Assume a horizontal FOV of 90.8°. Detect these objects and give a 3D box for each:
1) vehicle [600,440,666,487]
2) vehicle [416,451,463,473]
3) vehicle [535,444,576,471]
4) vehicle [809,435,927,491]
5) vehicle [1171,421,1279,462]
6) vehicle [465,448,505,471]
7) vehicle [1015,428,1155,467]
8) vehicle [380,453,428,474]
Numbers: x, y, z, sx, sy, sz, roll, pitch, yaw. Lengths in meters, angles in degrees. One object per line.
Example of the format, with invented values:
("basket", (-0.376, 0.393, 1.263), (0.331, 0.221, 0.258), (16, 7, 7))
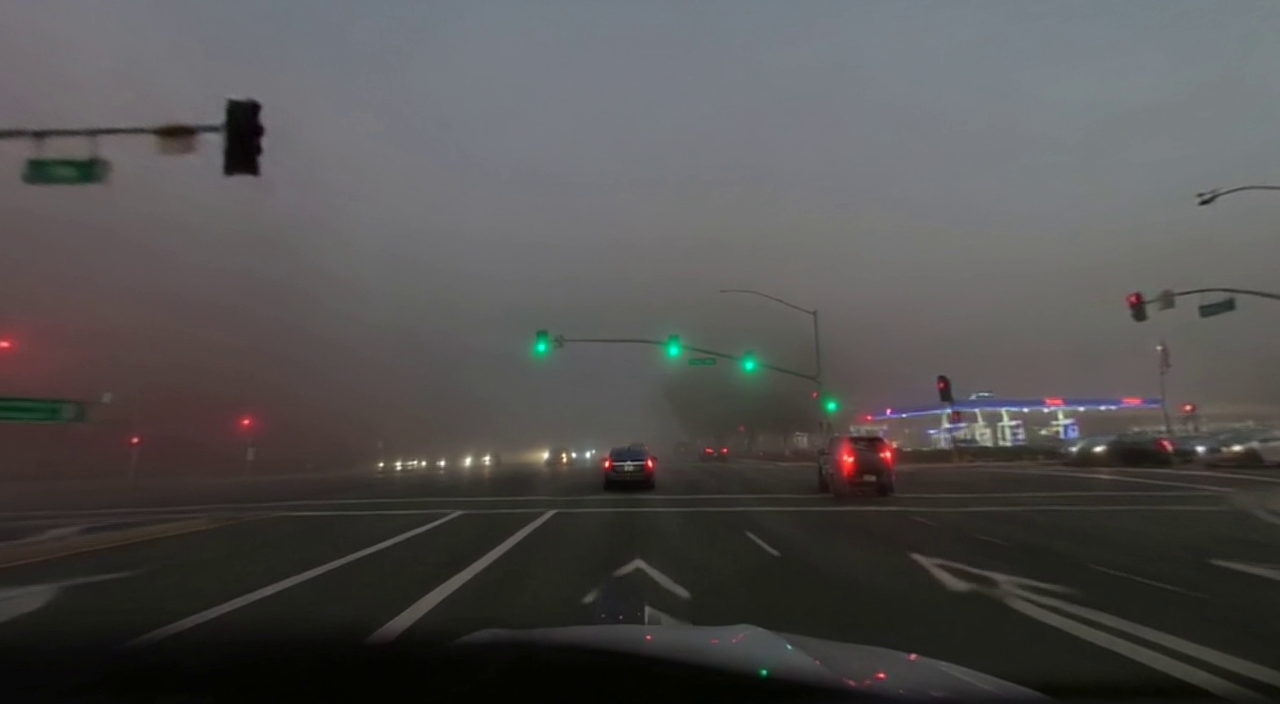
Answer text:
("vehicle", (-0.238, 3.799, 21.768), (2.040, 1.451, 3.736), (0, -9, -1))
("vehicle", (-14.903, 8.211, 47.322), (2.001, 1.463, 4.673), (0, -9, 0))
("vehicle", (-5.526, 6.932, 41.851), (1.990, 1.673, 4.436), (0, -9, 1))
("vehicle", (6.653, 3.289, 19.039), (1.890, 1.489, 4.396), (0, -9, 0))
("vehicle", (27.420, 4.066, 28.804), (4.724, 1.793, 1.777), (0, -9, 0))
("vehicle", (-11.859, 8.228, 48.618), (1.944, 1.647, 4.395), (0, -9, 0))
("vehicle", (20.095, 4.351, 28.699), (4.796, 1.488, 1.966), (-2, -9, -1))
("vehicle", (-18.094, 8.560, 48.678), (2.018, 1.472, 4.559), (0, -9, -1))
